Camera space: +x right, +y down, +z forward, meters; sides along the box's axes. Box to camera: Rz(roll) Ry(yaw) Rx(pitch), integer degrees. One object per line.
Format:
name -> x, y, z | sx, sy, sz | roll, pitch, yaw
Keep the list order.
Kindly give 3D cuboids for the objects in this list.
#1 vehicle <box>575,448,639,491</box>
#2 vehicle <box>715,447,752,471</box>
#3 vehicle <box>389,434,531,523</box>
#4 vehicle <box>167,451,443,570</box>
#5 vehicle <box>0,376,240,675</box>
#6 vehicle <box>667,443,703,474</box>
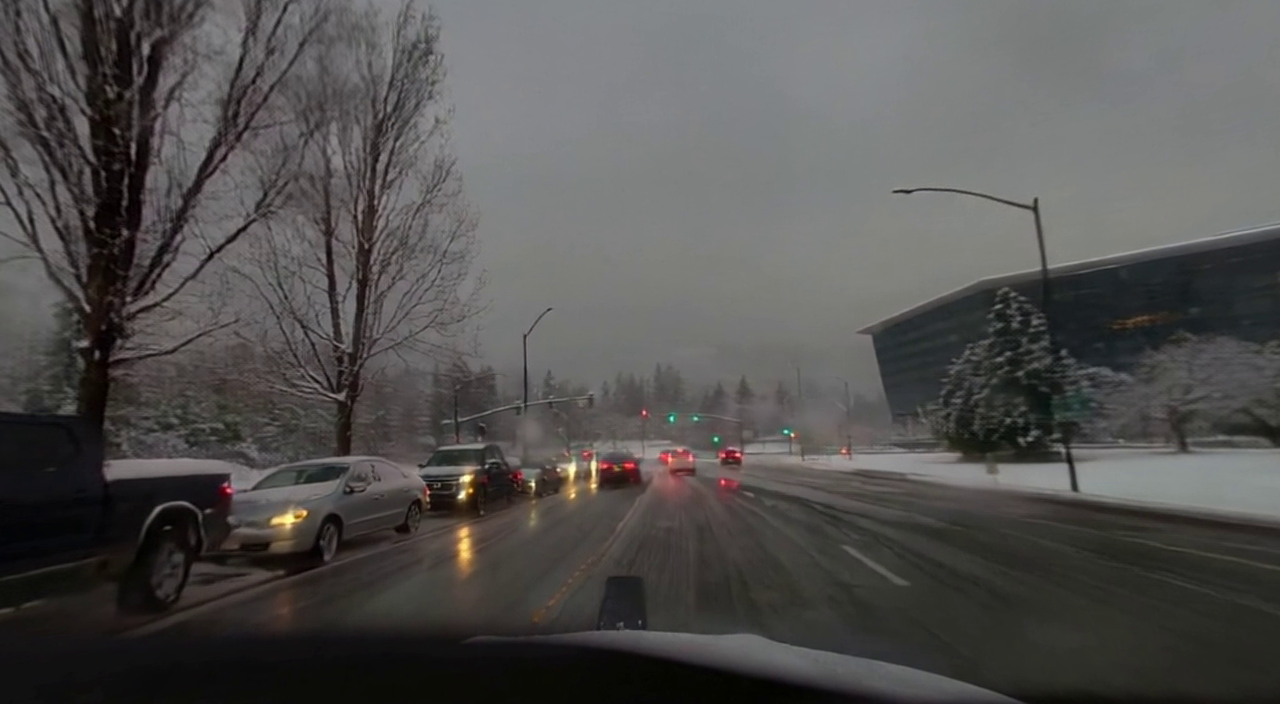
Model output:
vehicle -> -1.211, 4.670, 25.395 | 2.205, 1.537, 4.895 | 0, -8, 1
vehicle -> 6.858, 7.864, 46.370 | 2.120, 1.497, 4.323 | -4, -9, 2
vehicle -> -4.674, 3.325, 17.116 | 2.142, 1.834, 4.588 | -7, -9, 4
vehicle -> -5.269, 2.501, 10.871 | 1.868, 1.514, 4.870 | 0, -8, 3
vehicle -> -5.530, 1.236, 4.549 | 2.142, 2.061, 4.750 | 0, -9, -1
vehicle -> 2.799, 6.562, 39.030 | 2.102, 1.815, 4.716 | -1, -8, 4
